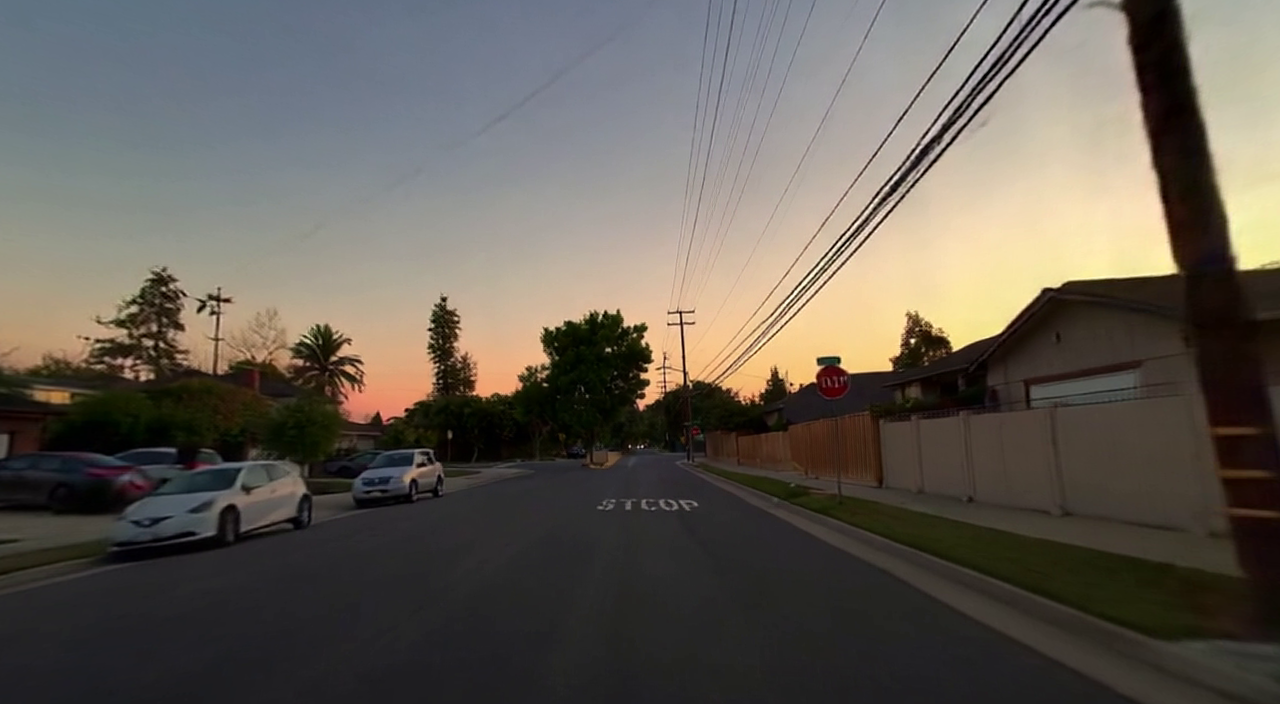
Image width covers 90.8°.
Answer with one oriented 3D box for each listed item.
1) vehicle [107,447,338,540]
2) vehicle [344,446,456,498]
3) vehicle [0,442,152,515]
[{"bbox_3d":[-8.534,2.870,13.467,1.950,1.627,4.027,-1,-8,4],"label":"vehicle"},{"bbox_3d":[-8.489,4.261,22.812,2.047,1.679,3.948,-2,-9,8],"label":"vehicle"},{"bbox_3d":[-16.294,3.350,17.023,4.364,1.802,2.122,1,-9,-8],"label":"vehicle"}]
